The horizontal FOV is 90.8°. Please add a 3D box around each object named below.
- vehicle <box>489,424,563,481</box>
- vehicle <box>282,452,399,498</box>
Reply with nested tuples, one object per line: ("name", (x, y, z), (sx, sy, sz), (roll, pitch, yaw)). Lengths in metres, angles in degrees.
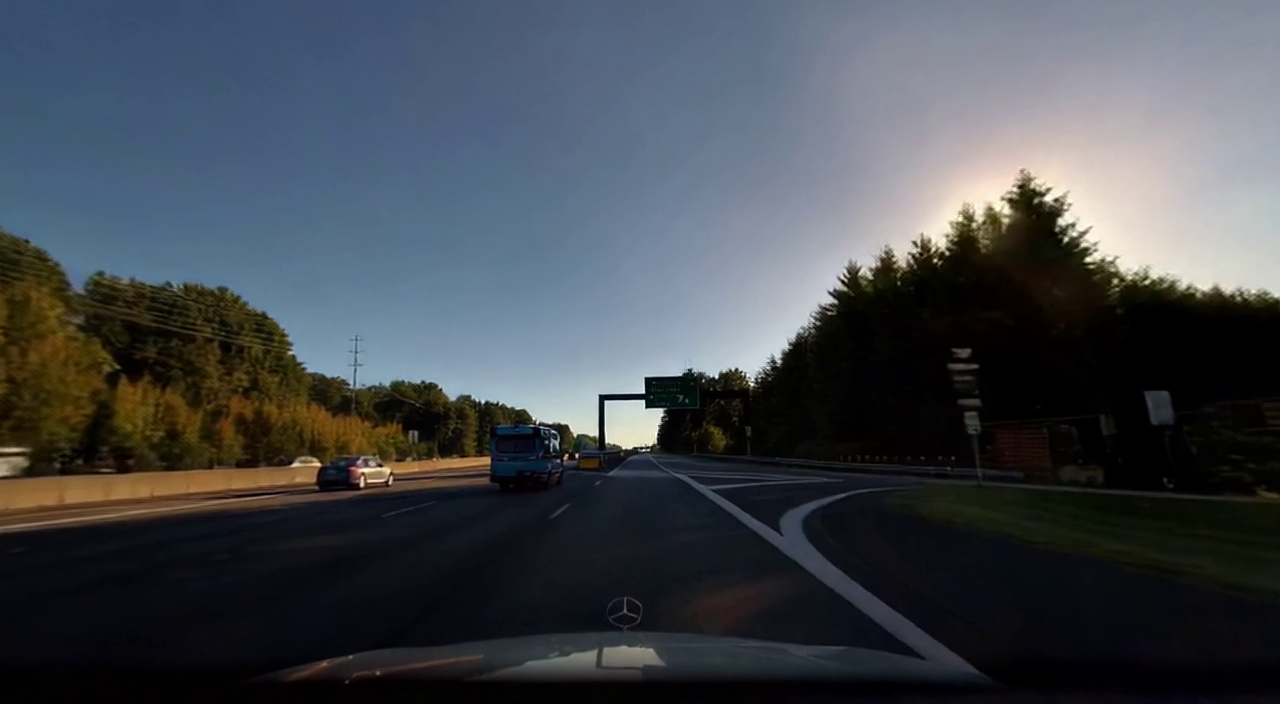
("vehicle", (-6.406, 5.834, 36.826), (2.747, 2.934, 7.411), (0, -9, 2))
("vehicle", (-10.601, 4.366, 22.824), (1.922, 1.448, 4.638), (0, -9, 1))
